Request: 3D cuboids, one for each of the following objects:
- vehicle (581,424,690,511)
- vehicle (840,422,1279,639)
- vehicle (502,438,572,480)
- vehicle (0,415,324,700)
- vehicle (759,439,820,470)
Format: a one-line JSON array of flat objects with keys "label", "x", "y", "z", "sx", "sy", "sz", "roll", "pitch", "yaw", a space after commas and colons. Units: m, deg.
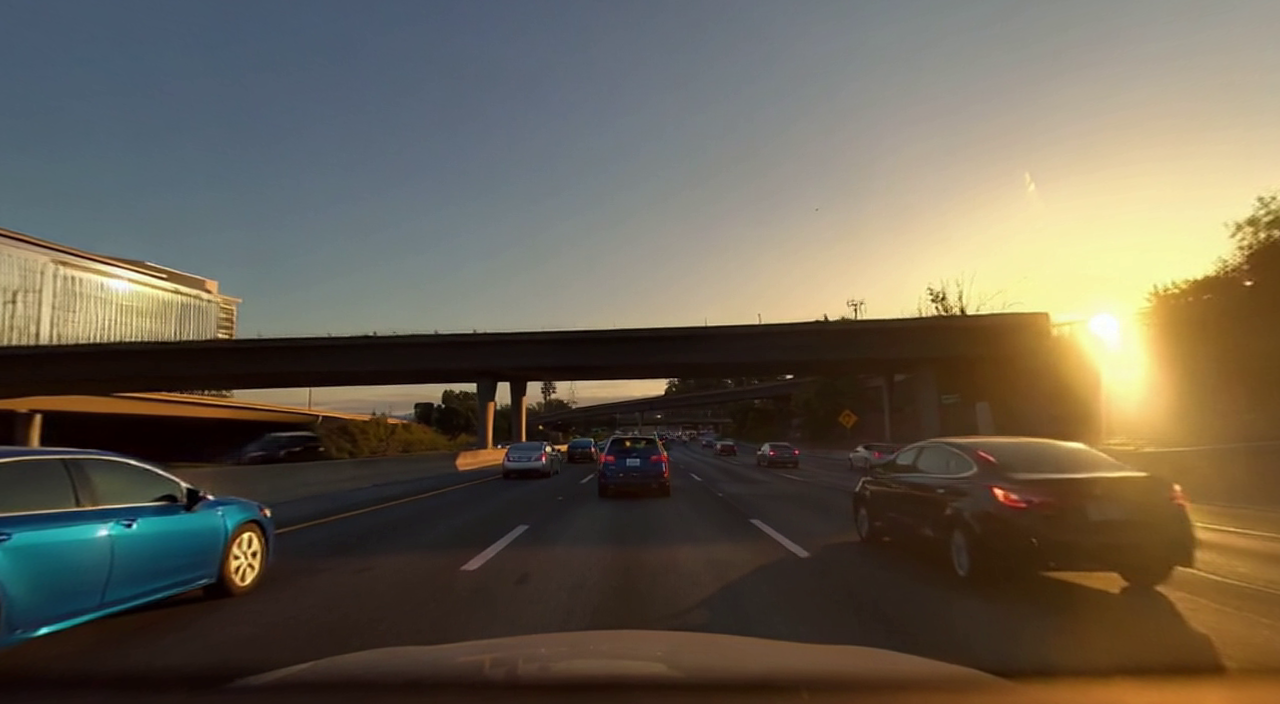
[{"label": "vehicle", "x": -0.060, "y": 2.617, "z": 14.670, "sx": 2.181, "sy": 1.697, "sz": 4.021, "roll": 0, "pitch": -9, "yaw": 1}, {"label": "vehicle", "x": 3.906, "y": 1.595, "z": 6.750, "sx": 2.031, "sy": 1.492, "sz": 4.577, "roll": 0, "pitch": -9, "yaw": 0}, {"label": "vehicle", "x": -3.967, "y": 4.196, "z": 24.965, "sx": 1.947, "sy": 1.516, "sz": 4.295, "roll": 0, "pitch": -9, "yaw": 1}, {"label": "vehicle", "x": -4.334, "y": 1.228, "z": 4.335, "sx": 1.974, "sy": 1.478, "sz": 4.412, "roll": 0, "pitch": -9, "yaw": 1}, {"label": "vehicle", "x": 7.784, "y": 5.384, "z": 33.212, "sx": 2.049, "sy": 1.521, "sz": 4.604, "roll": 0, "pitch": -9, "yaw": 0}]
